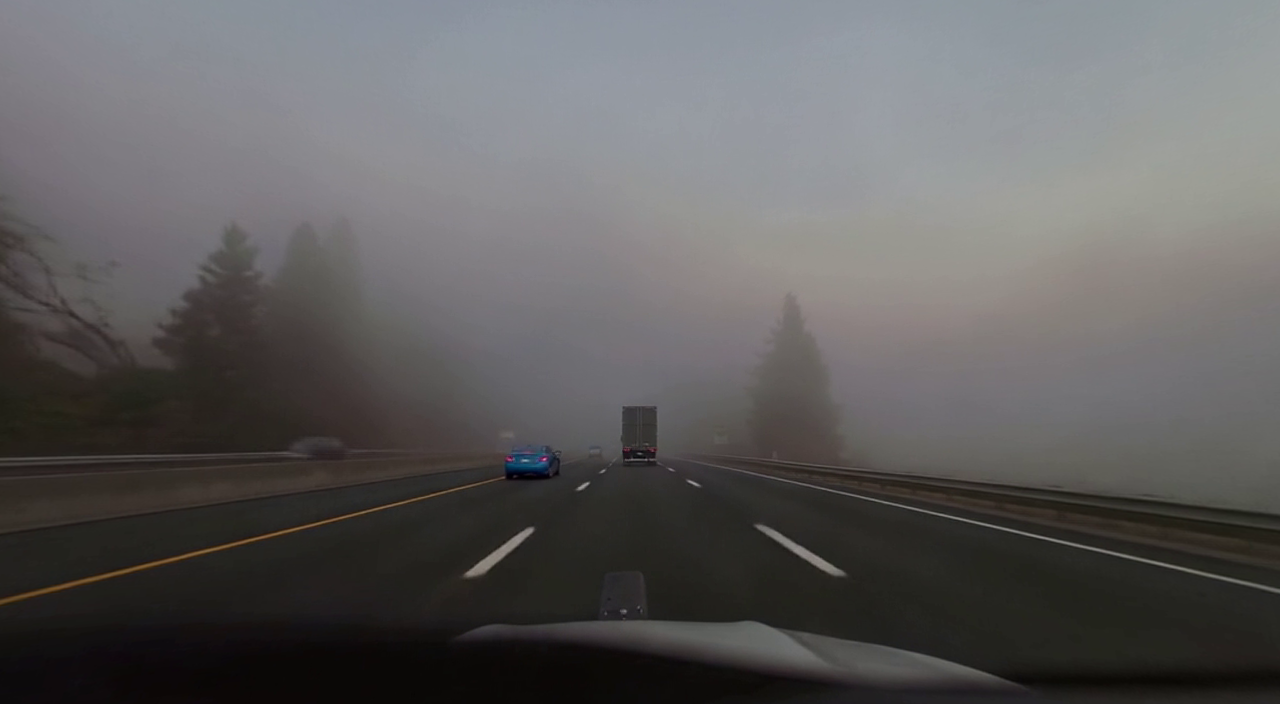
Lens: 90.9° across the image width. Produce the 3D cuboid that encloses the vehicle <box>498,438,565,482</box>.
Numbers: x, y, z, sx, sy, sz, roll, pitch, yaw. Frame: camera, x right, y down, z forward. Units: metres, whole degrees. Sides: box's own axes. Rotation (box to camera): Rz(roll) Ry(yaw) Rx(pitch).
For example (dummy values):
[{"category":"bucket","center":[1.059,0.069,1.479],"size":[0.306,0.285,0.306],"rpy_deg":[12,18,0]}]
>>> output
[{"category":"vehicle","center":[-4.279,4.335,25.500],"size":[1.977,1.602,3.944],"rpy_deg":[0,-9,0]}]

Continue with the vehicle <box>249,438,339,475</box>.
[{"category":"vehicle","center":[-16.465,4.997,30.288],"size":[1.858,1.656,4.276],"rpy_deg":[0,-9,0]}]

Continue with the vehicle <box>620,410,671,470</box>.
[{"category":"vehicle","center":[0.181,6.010,42.577],"size":[2.893,3.628,9.081],"rpy_deg":[0,-9,-3]}]
